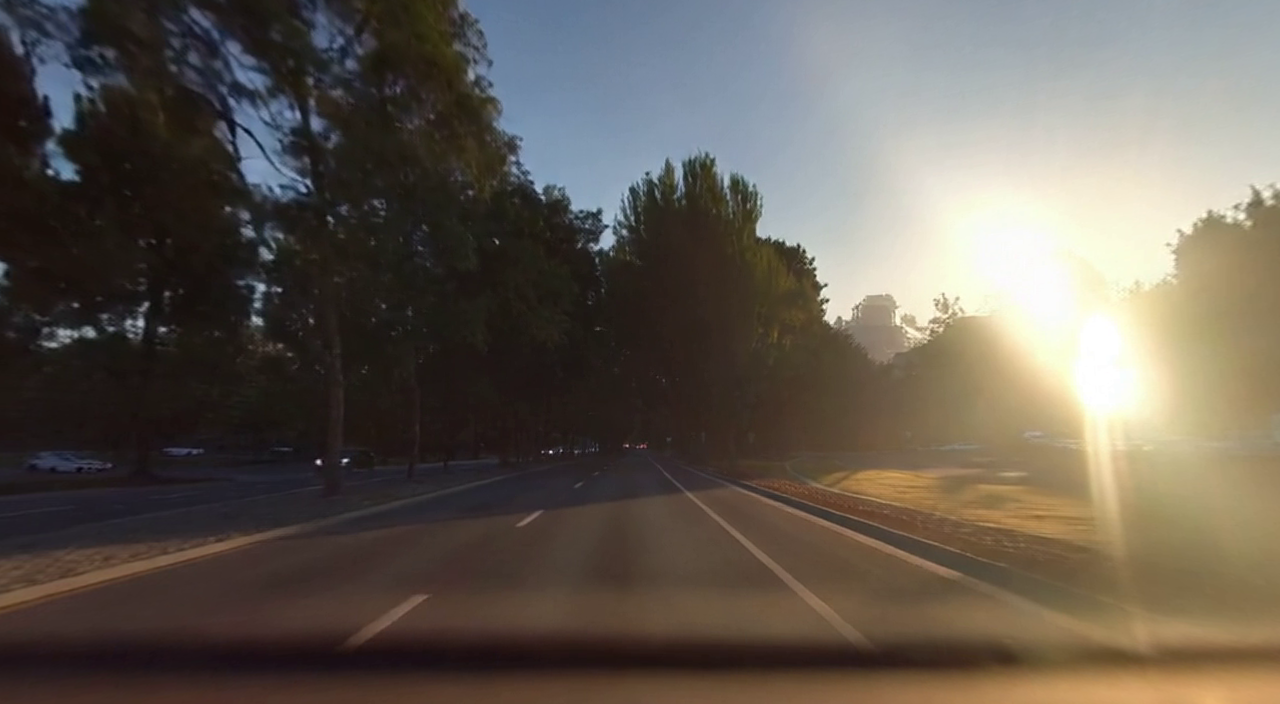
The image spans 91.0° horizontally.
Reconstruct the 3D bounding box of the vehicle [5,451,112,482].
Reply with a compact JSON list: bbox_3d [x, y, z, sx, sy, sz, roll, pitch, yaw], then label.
[{"bbox_3d":[-34.558,6.791,37.481,4.423,1.705,1.772,0,-9,-1],"label":"vehicle"}]

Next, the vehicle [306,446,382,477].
[{"bbox_3d":[-15.669,5.788,33.598,1.862,1.507,4.424,0,-9,0],"label":"vehicle"}]
